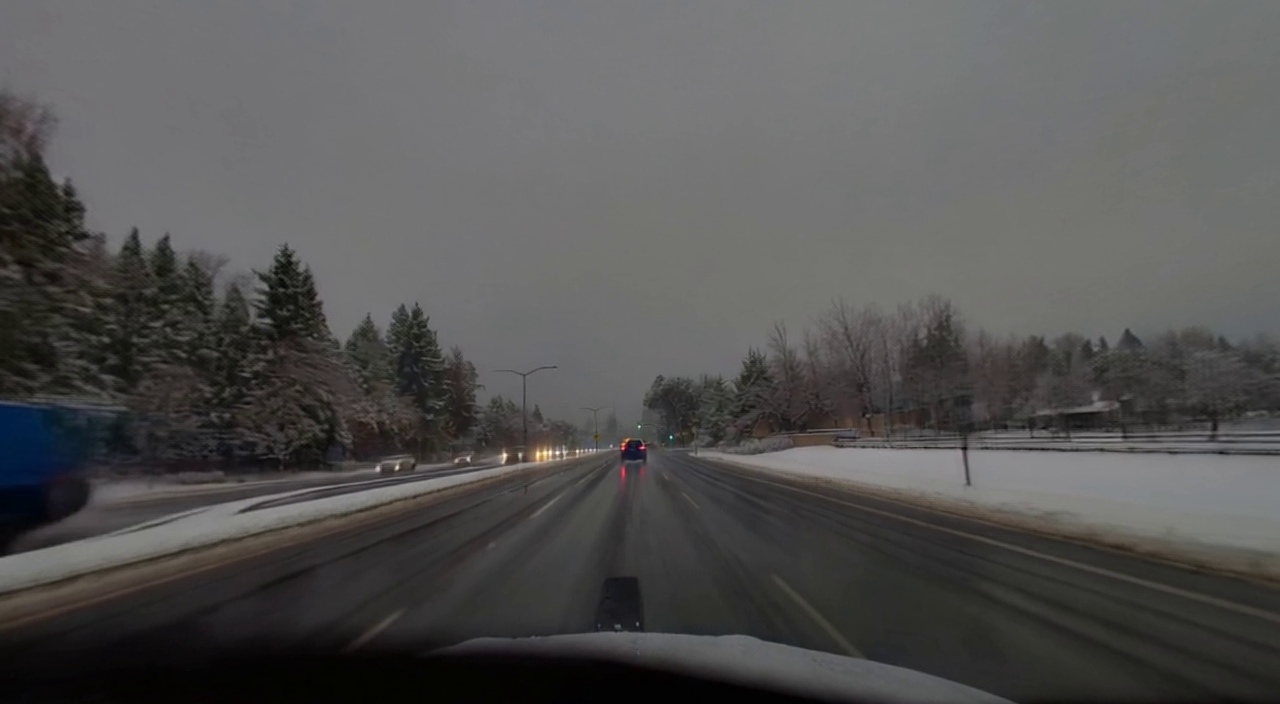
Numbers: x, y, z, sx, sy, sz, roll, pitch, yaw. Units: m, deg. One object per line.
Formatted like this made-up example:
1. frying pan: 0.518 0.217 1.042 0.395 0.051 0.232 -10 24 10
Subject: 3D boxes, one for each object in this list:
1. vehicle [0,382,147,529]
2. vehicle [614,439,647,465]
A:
1. vehicle: -14.943 2.097 12.754 2.941 3.068 8.587 0 -9 1
2. vehicle: -0.649 7.041 44.463 2.174 1.703 4.231 0 -9 0
